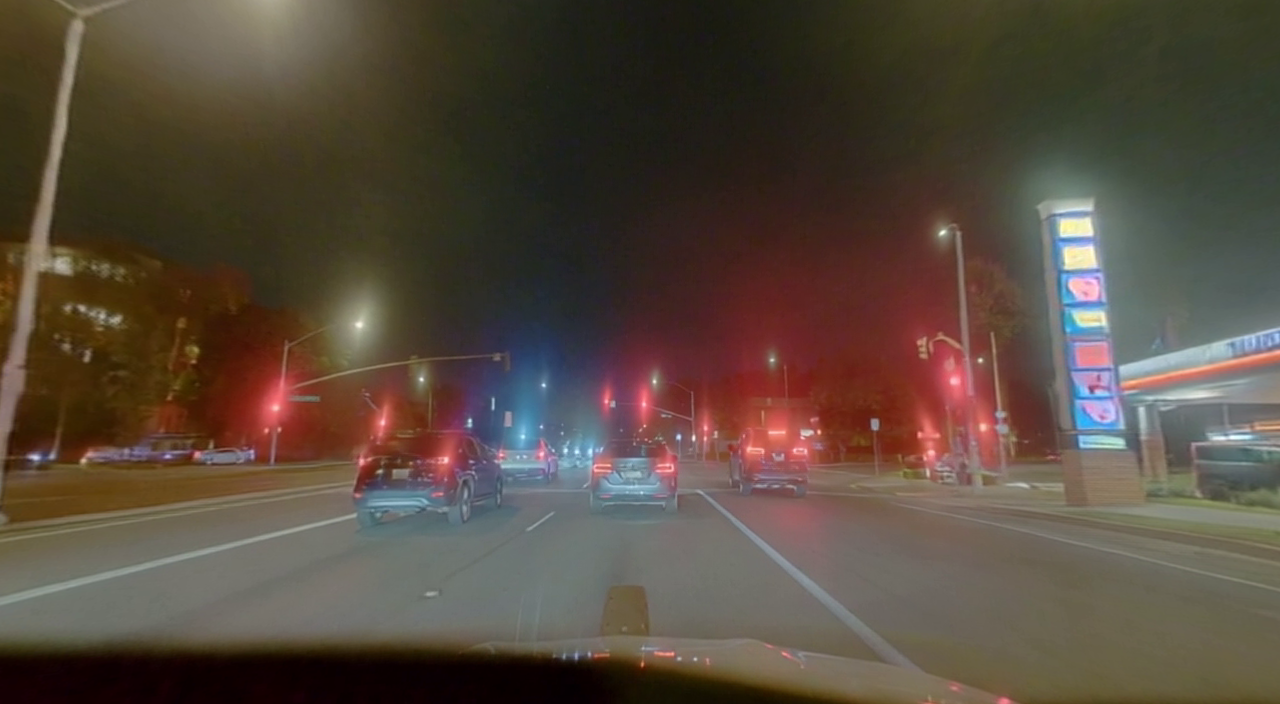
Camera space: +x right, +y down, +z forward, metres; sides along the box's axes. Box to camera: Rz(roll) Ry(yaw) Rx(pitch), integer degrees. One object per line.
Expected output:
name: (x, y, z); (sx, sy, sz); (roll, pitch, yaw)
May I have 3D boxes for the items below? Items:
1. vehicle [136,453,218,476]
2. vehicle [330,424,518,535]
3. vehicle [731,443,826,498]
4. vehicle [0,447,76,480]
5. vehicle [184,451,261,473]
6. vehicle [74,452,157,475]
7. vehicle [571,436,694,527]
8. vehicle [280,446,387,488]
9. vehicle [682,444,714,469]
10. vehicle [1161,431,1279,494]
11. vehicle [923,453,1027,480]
vehicle: (-31.260, 7.586, 42.675); (4.106, 1.384, 1.878); (4, -9, -25)
vehicle: (-3.731, 2.267, 11.799); (1.983, 1.685, 3.997); (0, -8, 2)
vehicle: (4.069, 3.545, 19.301); (1.979, 1.485, 4.207); (0, -8, 0)
vehicle: (-38.603, 6.837, 38.438); (5.759, 1.815, 2.218); (2, -8, -29)
vehicle: (-30.921, 8.149, 46.865); (4.523, 1.469, 1.986); (5, -10, -28)
vehicle: (-36.419, 7.727, 43.884); (4.062, 1.493, 1.899); (4, -10, -27)
vehicle: (-0.132, 2.550, 13.005); (2.121, 1.563, 4.031); (0, -8, 0)
vehicle: (-11.999, 4.496, 25.082); (1.900, 1.466, 4.627); (0, -8, 1)
vehicle: (3.936, 7.116, 43.107); (1.848, 1.665, 3.747); (0, -8, 0)
vehicle: (17.761, 3.089, 17.793); (1.907, 1.669, 4.147); (5, -10, -29)
vehicle: (19.147, 6.576, 36.192); (4.795, 1.457, 1.986); (-1, -9, 4)
